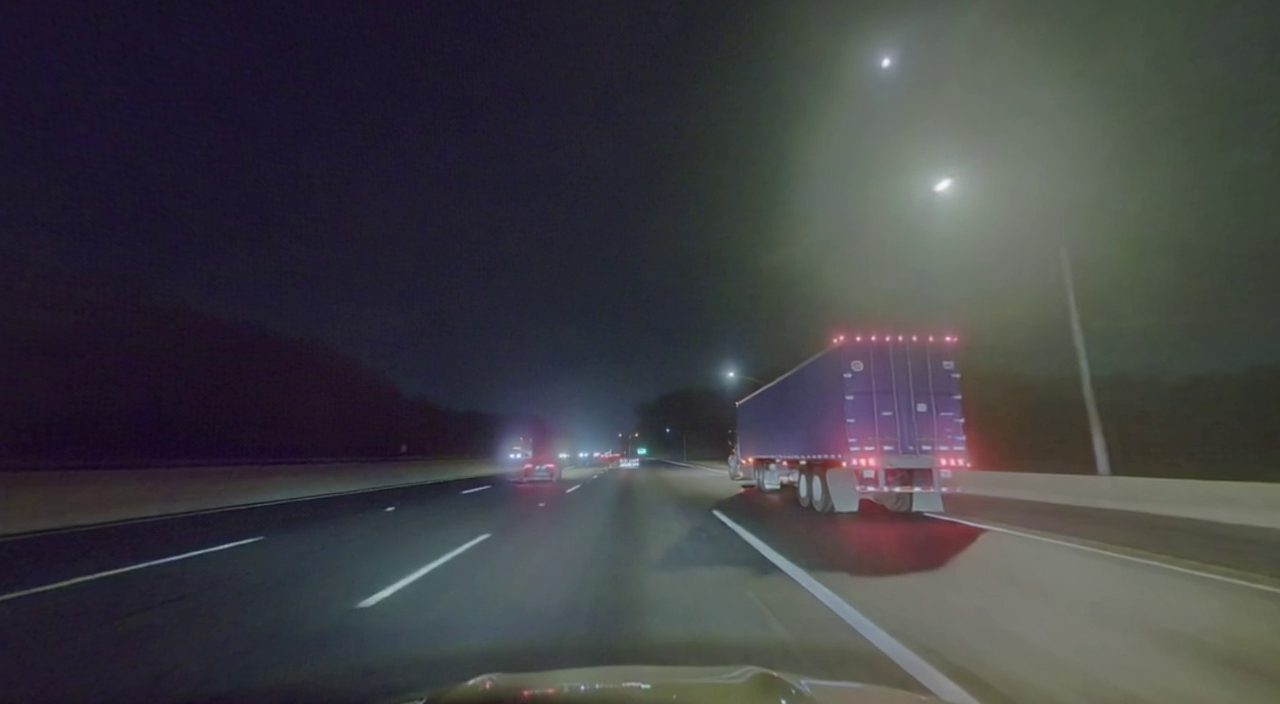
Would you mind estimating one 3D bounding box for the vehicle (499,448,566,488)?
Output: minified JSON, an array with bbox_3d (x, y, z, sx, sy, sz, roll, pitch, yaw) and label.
[{"bbox_3d":[-4.703,5.125,28.306,2.108,1.573,5.000,0,-9,0],"label":"vehicle"}]
